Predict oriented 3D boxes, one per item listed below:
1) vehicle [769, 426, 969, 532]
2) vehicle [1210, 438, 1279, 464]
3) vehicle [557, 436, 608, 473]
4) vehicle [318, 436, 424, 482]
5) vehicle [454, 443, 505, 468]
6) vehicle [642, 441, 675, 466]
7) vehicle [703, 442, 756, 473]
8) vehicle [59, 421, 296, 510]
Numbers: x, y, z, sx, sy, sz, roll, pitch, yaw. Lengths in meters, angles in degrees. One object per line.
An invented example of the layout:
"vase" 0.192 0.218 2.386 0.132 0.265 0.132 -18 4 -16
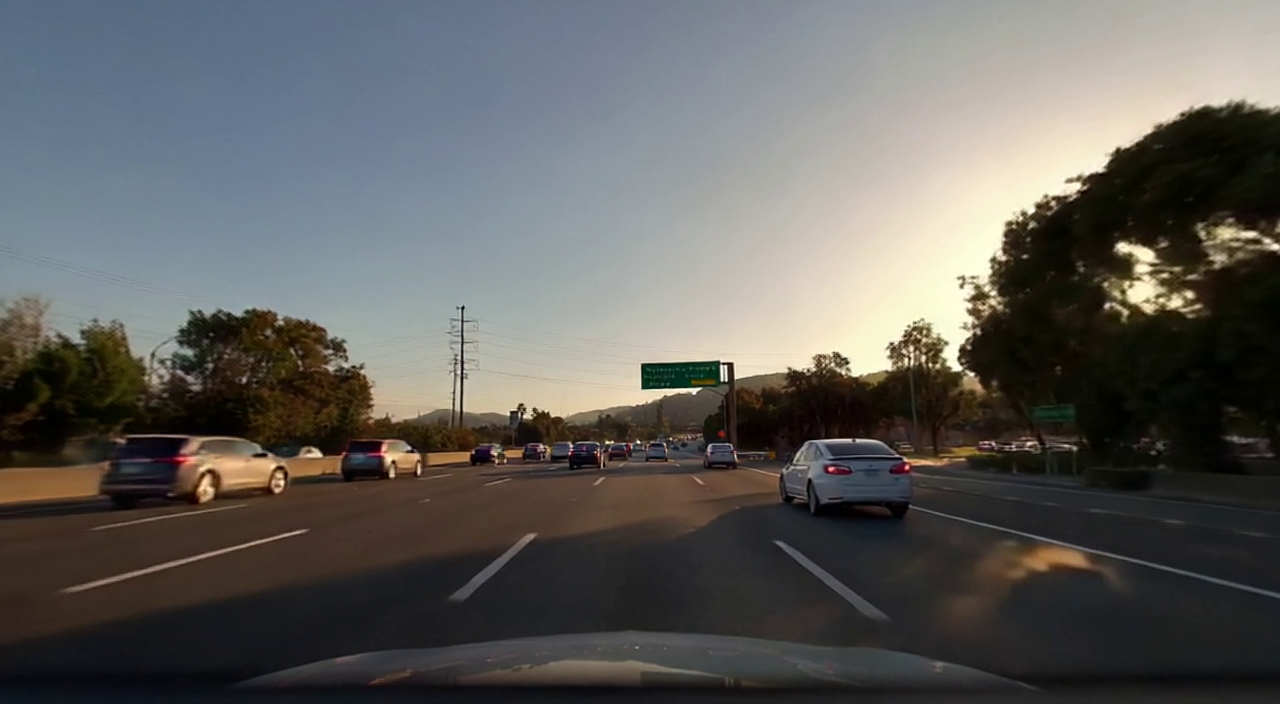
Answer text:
"vehicle" 3.916 2.235 11.757 2.036 1.580 4.360 0 -8 -1
"vehicle" 36.432 5.830 37.258 3.835 1.440 1.678 0 -8 -1
"vehicle" -2.949 5.397 33.367 2.133 1.775 4.530 0 -8 1
"vehicle" -10.635 4.252 25.388 2.137 1.690 4.630 0 -8 1
"vehicle" -10.268 6.635 40.705 1.926 1.479 4.688 0 -8 1
"vehicle" 1.234 7.012 43.779 2.220 1.575 4.332 0 -8 0
"vehicle" 4.530 5.410 32.725 2.022 1.472 4.678 0 -8 0
"vehicle" -10.716 2.656 15.230 2.083 1.776 4.721 0 -8 1
